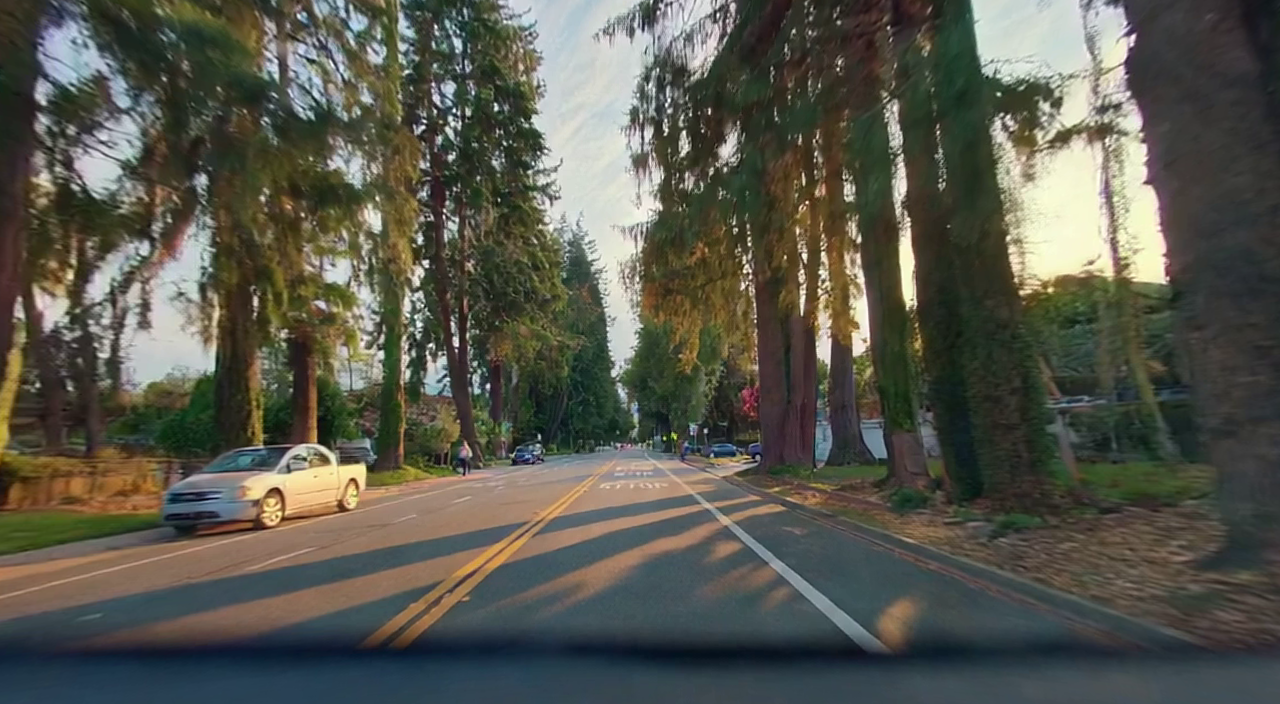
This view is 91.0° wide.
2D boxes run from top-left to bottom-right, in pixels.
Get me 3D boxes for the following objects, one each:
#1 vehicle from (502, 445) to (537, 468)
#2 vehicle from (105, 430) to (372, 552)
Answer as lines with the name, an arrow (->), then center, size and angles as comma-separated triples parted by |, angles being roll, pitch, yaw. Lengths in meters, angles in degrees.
vehicle -> -9.410, 8.197, 49.564 | 1.998, 1.684, 4.180 | 0, -9, -1
vehicle -> -7.292, 2.493, 12.254 | 2.063, 1.756, 4.792 | -4, -8, 0
